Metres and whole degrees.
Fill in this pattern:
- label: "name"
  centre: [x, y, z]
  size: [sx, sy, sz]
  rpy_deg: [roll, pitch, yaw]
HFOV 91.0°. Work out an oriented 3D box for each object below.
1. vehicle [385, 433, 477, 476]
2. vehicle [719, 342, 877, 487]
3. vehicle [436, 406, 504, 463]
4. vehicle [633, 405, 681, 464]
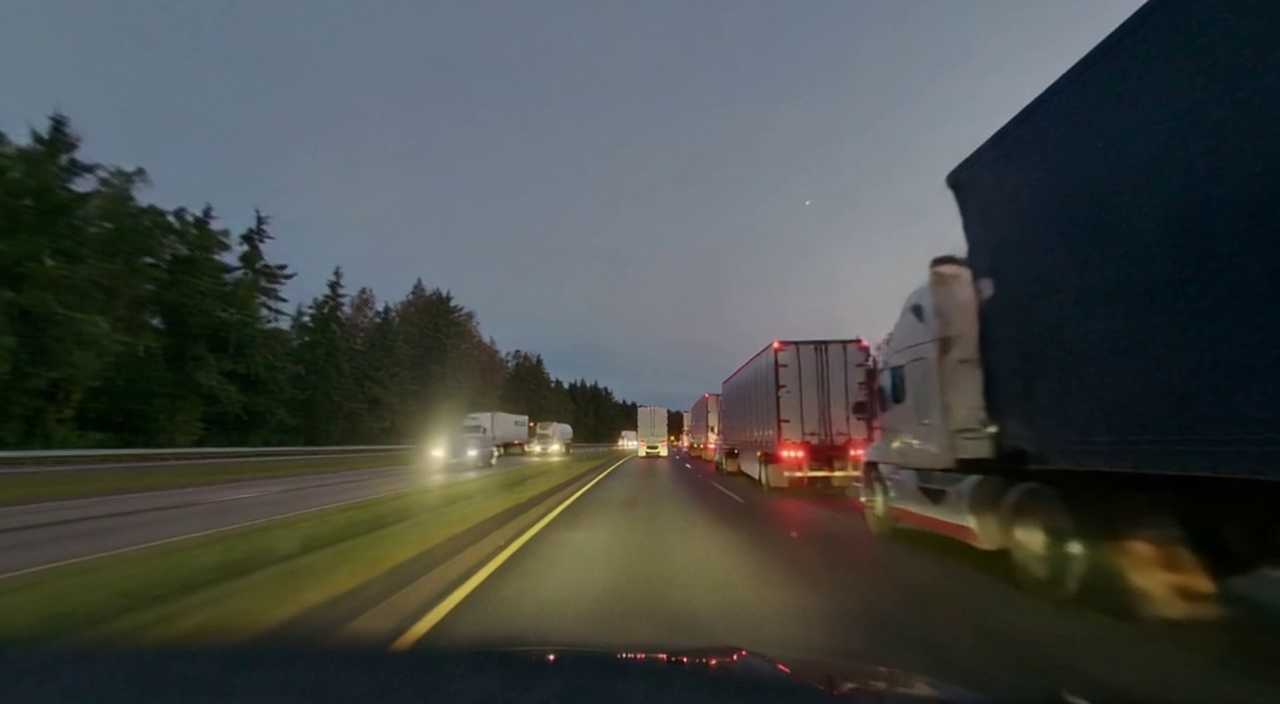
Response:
- label: "vehicle"
  centre: [-8.682, 4.301, 26.721]
  size: [2.083, 1.623, 5.238]
  rpy_deg: [0, -8, 0]
- label: "vehicle"
  centre: [5.200, 2.625, 24.094]
  size: [2.749, 4.051, 12.981]
  rpy_deg: [-1, -8, 0]
- label: "vehicle"
  centre: [-12.551, 6.199, 47.106]
  size: [2.979, 3.945, 6.744]
  rpy_deg: [-1, -8, 2]
- label: "vehicle"
  centre: [1.082, 5.149, 39.096]
  size: [2.644, 3.247, 7.454]
  rpy_deg: [-1, -8, 2]
